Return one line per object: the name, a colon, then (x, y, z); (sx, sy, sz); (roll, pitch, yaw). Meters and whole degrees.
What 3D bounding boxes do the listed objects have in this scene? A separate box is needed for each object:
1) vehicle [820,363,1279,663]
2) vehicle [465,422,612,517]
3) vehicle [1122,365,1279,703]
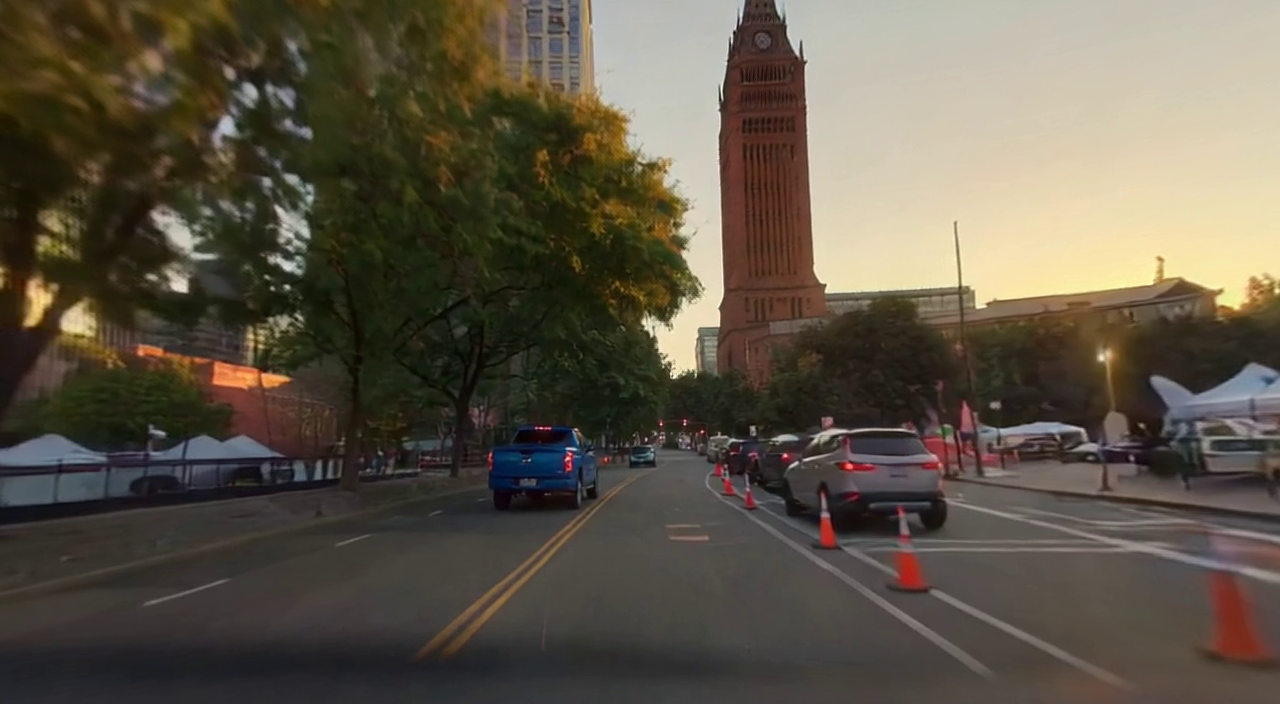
vehicle: (3.568, 1.375, 6.471); (2.073, 1.887, 4.825); (-1, -9, 1)
vehicle: (-2.261, 2.891, 16.079); (2.452, 1.954, 5.653); (-1, -9, 4)
vehicle: (3.278, 0.642, 0.962); (2.023, 1.607, 4.225); (-1, -9, 6)
